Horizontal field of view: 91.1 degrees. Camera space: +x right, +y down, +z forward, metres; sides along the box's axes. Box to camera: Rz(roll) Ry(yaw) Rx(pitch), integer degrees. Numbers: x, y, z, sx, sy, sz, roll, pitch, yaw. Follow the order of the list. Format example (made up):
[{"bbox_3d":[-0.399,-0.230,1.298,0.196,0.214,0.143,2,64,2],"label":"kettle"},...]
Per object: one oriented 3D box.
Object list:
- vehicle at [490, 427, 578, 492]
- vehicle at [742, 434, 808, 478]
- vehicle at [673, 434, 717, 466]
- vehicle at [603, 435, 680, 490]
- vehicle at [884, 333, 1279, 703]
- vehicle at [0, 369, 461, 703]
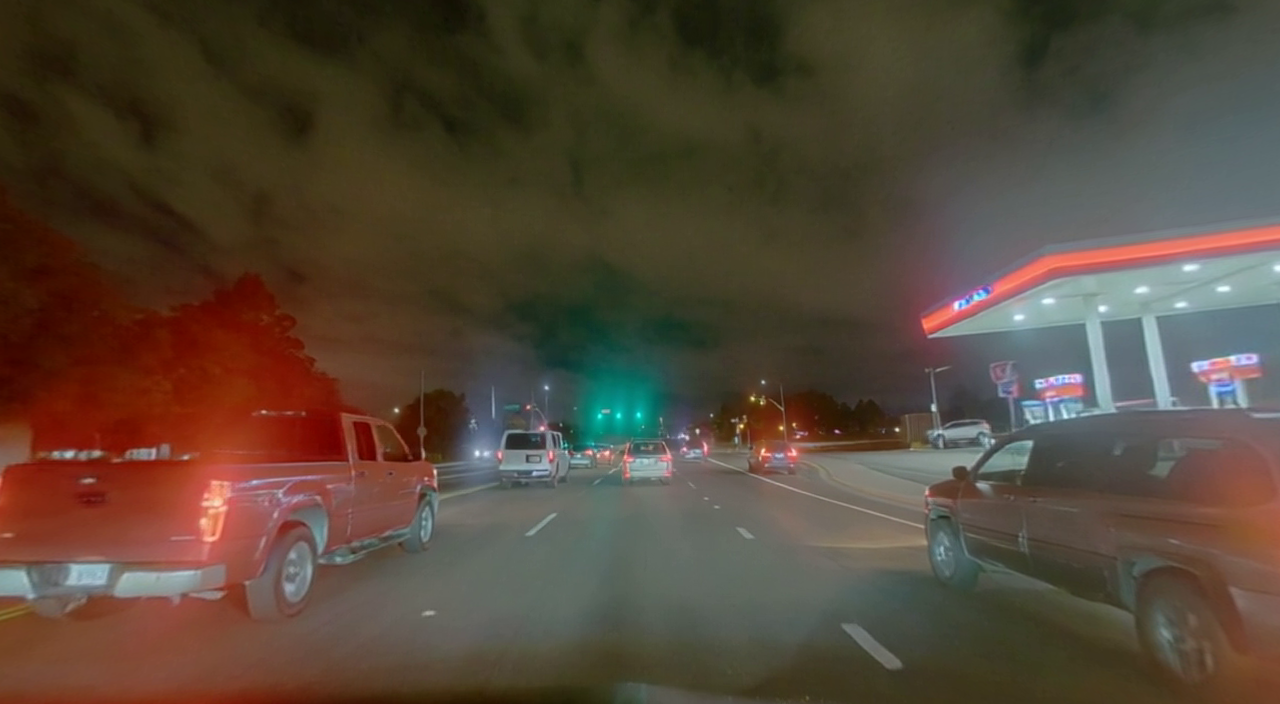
[{"bbox_3d":[-3.456,3.630,21.541,2.025,1.936,4.995,0,-8,1],"label":"vehicle"},{"bbox_3d":[5.681,4.417,27.001,2.119,1.696,4.623,-1,-8,4],"label":"vehicle"},{"bbox_3d":[3.335,6.069,39.019,2.193,1.795,5.130,0,-8,0],"label":"vehicle"},{"bbox_3d":[0.078,3.892,22.644,2.426,1.703,5.602,0,-8,1],"label":"vehicle"},{"bbox_3d":[3.585,1.063,4.084,2.055,1.786,4.817,0,-8,0],"label":"vehicle"},{"bbox_3d":[-3.477,1.336,5.860,2.002,1.747,5.173,0,-8,1],"label":"vehicle"}]
